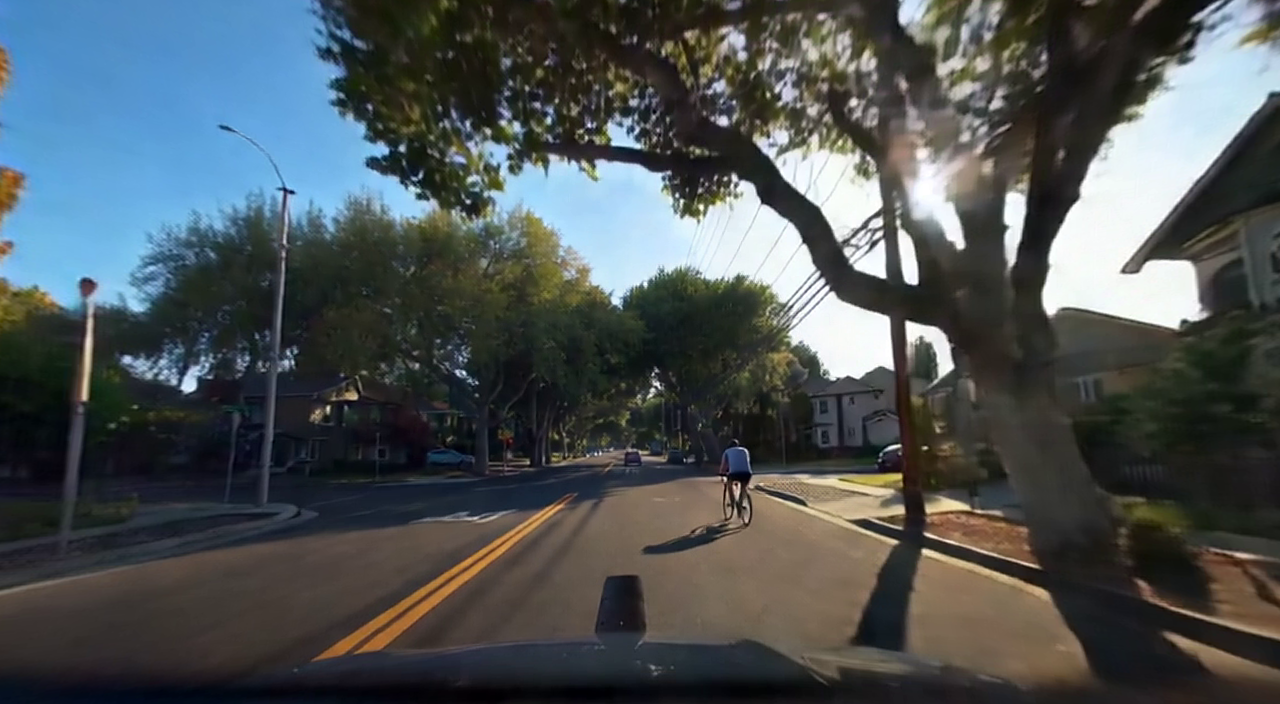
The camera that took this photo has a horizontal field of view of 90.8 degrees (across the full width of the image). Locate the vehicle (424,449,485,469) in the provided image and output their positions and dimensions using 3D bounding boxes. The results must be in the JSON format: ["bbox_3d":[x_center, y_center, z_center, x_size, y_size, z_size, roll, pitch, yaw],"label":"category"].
[{"bbox_3d":[-14.334,8.279,48.933,4.143,1.480,1.755,0,-9,-2],"label":"vehicle"}]
